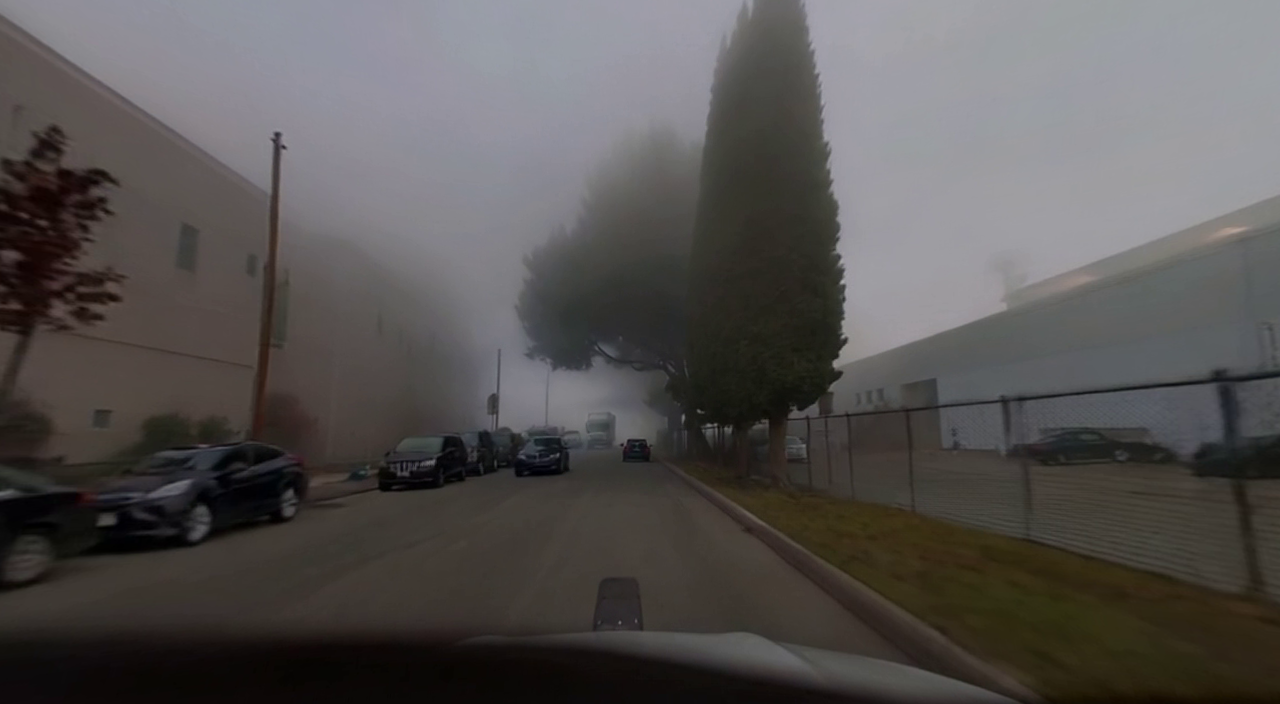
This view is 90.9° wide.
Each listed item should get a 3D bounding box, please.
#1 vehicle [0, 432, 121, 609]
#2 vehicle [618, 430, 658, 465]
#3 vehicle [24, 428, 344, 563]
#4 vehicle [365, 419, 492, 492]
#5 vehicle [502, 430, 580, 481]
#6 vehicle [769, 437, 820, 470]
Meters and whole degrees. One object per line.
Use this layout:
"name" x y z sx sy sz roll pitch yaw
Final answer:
"vehicle" -6.300 1.329 4.552 1.768 1.489 3.945 0 -7 -1
"vehicle" -0.115 5.360 35.643 2.152 1.874 4.042 0 -7 0
"vehicle" -6.372 1.964 9.547 1.799 1.579 4.048 0 -7 0
"vehicle" -6.420 3.254 19.959 2.139 1.943 5.295 -1 -9 1
"vehicle" -3.555 3.771 23.515 2.157 1.703 4.310 0 -7 0
"vehicle" 8.286 5.448 34.080 1.874 1.669 4.083 0 -8 2
